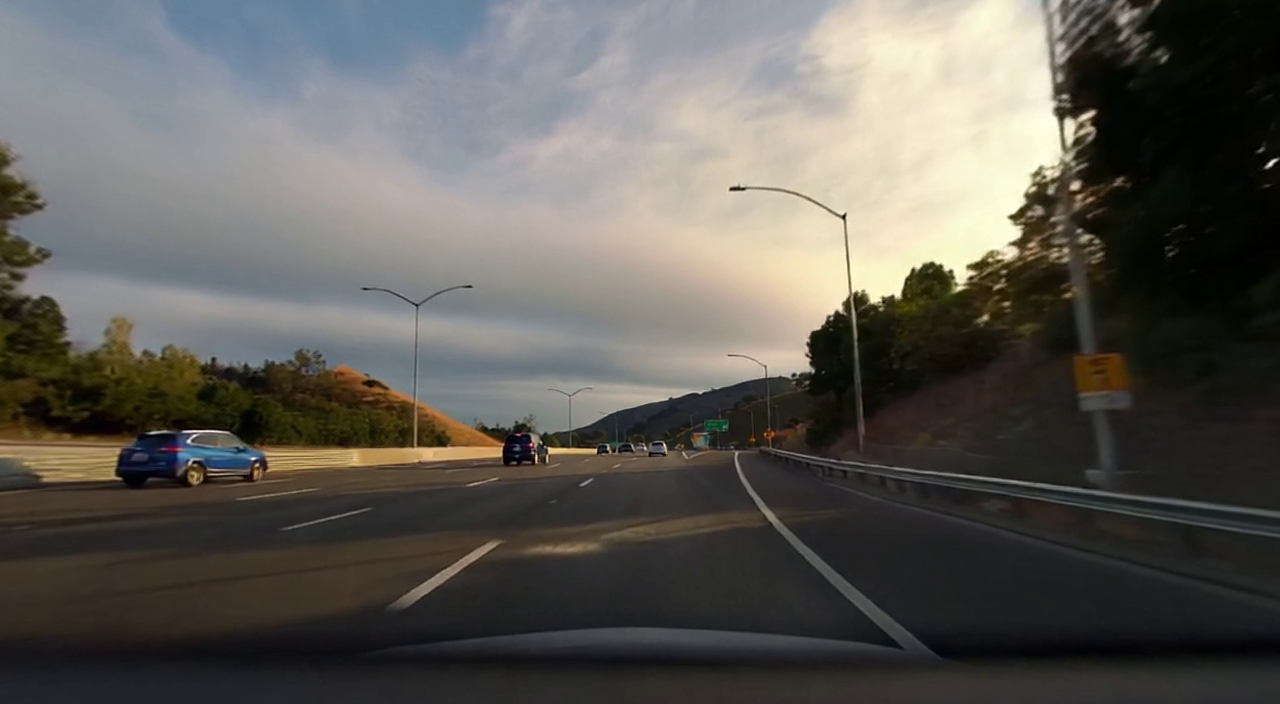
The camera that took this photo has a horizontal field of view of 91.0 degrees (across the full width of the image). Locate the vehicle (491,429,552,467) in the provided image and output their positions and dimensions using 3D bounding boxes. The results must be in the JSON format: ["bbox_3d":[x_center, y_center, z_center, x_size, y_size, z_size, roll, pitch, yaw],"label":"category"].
[{"bbox_3d":[-6.369,5.266,34.554,2.219,1.947,4.924,0,-9,2],"label":"vehicle"}]

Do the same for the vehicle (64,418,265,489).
[{"bbox_3d":[-13.766,2.998,18.773,2.079,1.822,4.893,0,-9,1],"label":"vehicle"}]
